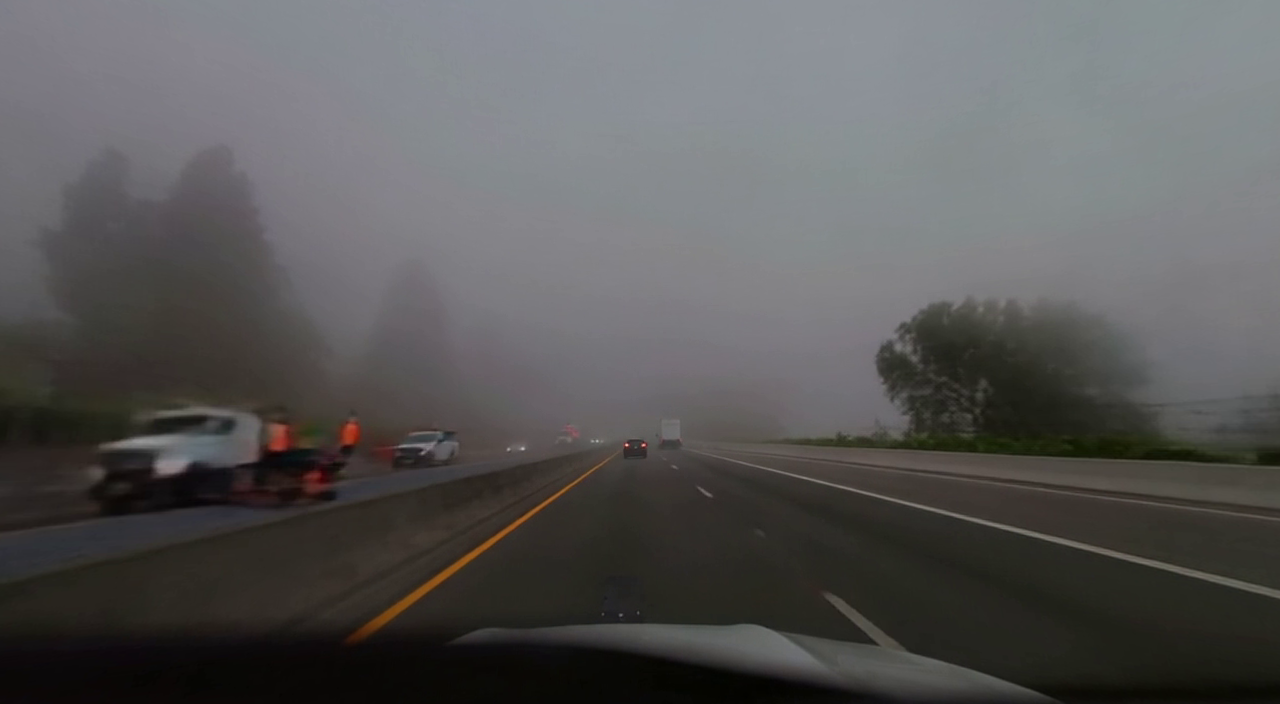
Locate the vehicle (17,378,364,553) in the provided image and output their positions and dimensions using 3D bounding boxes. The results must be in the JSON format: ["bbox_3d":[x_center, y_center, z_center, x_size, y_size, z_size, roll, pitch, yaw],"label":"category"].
[{"bbox_3d":[-8.043,2.100,12.489,2.453,2.460,6.190,-3,-8,-1],"label":"vehicle"}]

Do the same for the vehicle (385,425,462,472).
[{"bbox_3d":[-12.832,5.775,37.776,2.354,2.530,6.137,0,-8,0],"label":"vehicle"}]

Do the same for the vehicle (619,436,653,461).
[{"bbox_3d":[-0.278,5.997,39.260,2.004,1.472,4.075,0,-8,-2],"label":"vehicle"}]
